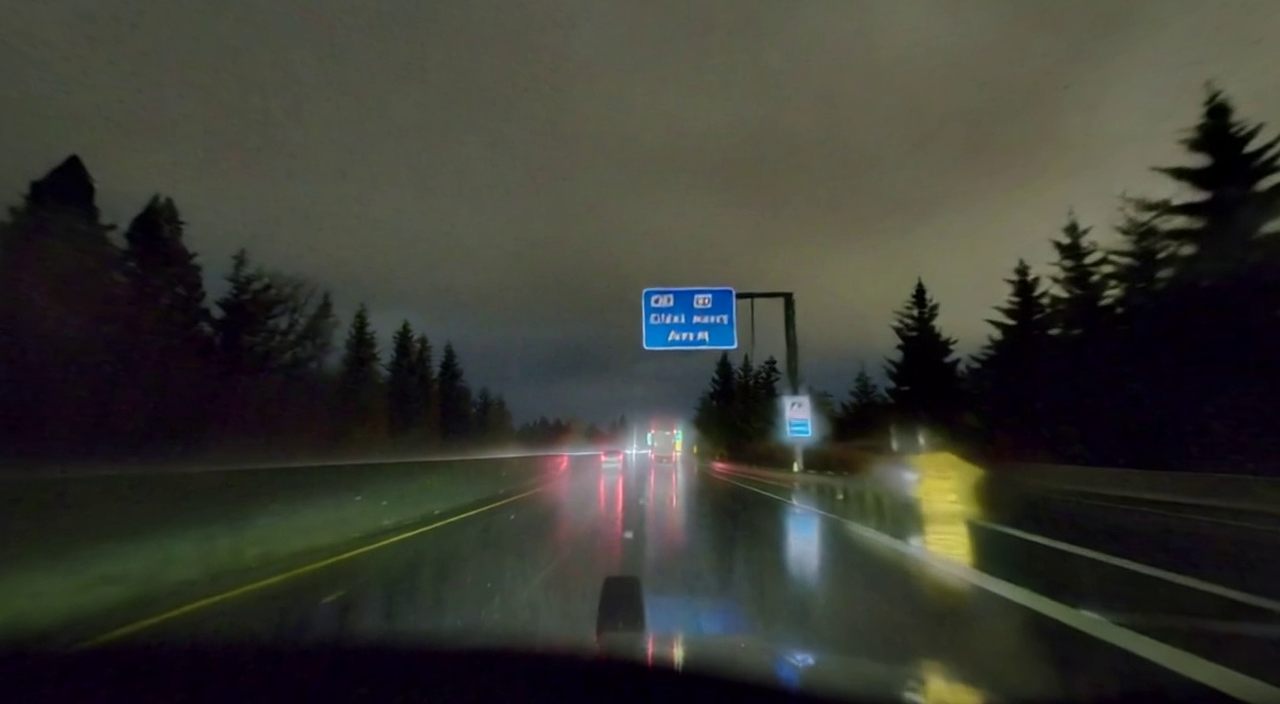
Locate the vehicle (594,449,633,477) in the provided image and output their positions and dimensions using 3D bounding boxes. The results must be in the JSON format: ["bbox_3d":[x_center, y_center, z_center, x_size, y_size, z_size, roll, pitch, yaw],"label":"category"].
[{"bbox_3d":[-1.603,6.941,39.731,2.184,1.574,5.004,0,-9,1],"label":"vehicle"}]
